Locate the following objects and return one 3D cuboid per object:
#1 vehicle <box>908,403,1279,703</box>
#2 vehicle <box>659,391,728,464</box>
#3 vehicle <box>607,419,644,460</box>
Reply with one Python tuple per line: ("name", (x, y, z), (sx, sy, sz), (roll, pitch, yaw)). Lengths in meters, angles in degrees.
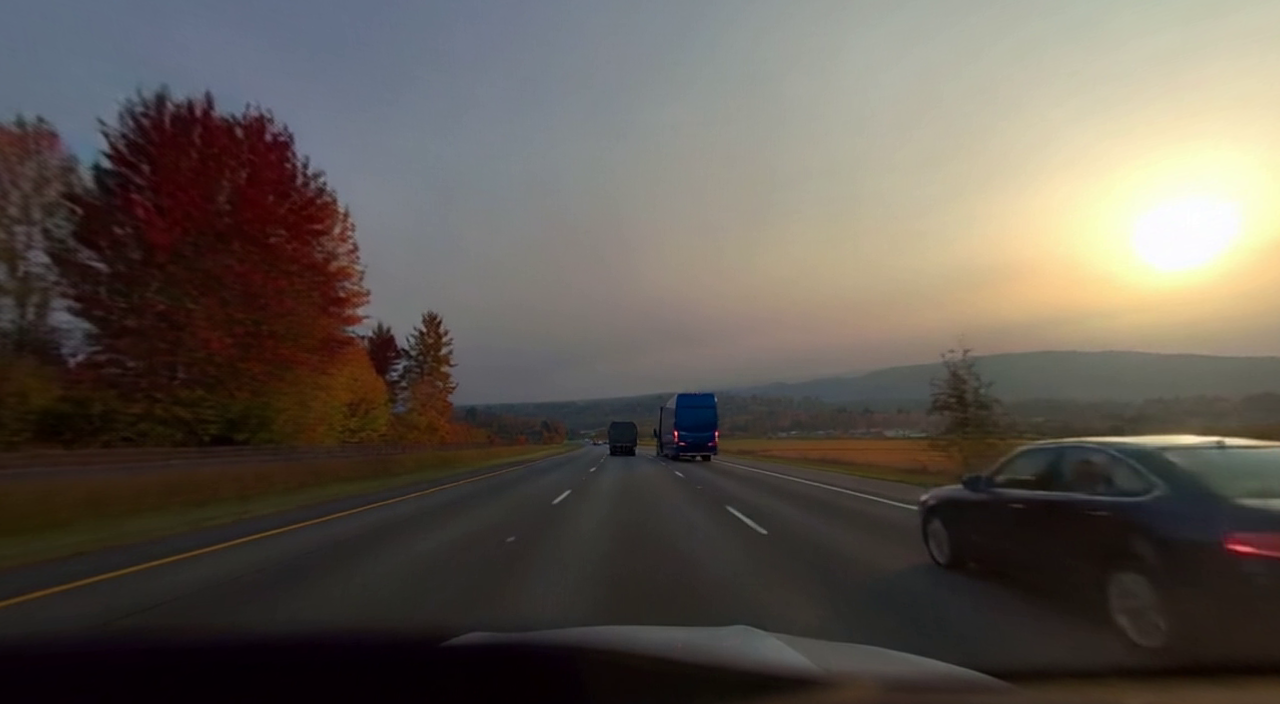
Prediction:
("vehicle", (3.752, 1.176, 4.179), (1.962, 1.508, 4.363), (0, -8, -1))
("vehicle", (3.175, 5.108, 41.817), (3.128, 4.087, 13.351), (0, -8, -1))
("vehicle", (-0.973, 6.063, 43.655), (2.389, 2.637, 5.437), (0, -8, -1))
